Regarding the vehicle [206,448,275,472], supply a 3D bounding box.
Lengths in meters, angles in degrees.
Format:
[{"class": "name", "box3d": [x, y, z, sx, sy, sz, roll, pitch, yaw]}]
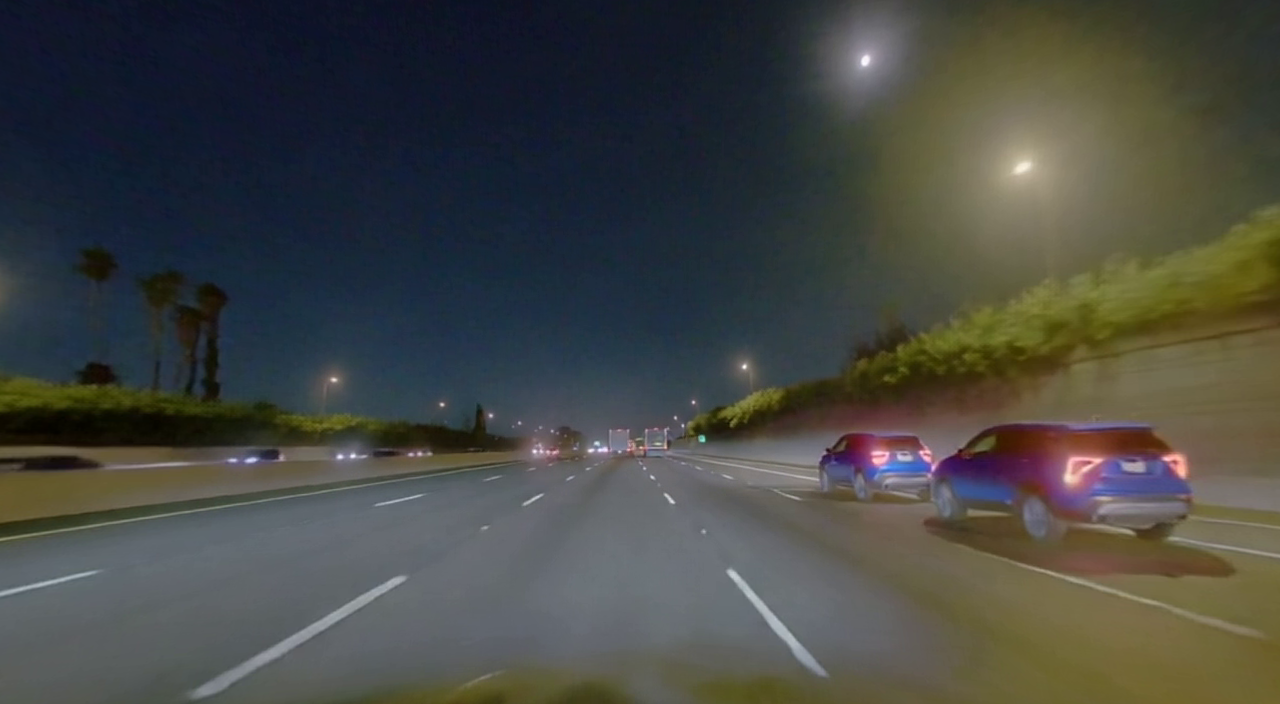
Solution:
[{"class": "vehicle", "box3d": [-26.251, 7.075, 41.613, 2.023, 1.493, 3.907, 0, -8, -2]}]

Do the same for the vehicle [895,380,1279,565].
[{"class": "vehicle", "box3d": [6.436, 1.803, 10.180, 2.408, 2.210, 4.999, 0, -8, -2]}]
